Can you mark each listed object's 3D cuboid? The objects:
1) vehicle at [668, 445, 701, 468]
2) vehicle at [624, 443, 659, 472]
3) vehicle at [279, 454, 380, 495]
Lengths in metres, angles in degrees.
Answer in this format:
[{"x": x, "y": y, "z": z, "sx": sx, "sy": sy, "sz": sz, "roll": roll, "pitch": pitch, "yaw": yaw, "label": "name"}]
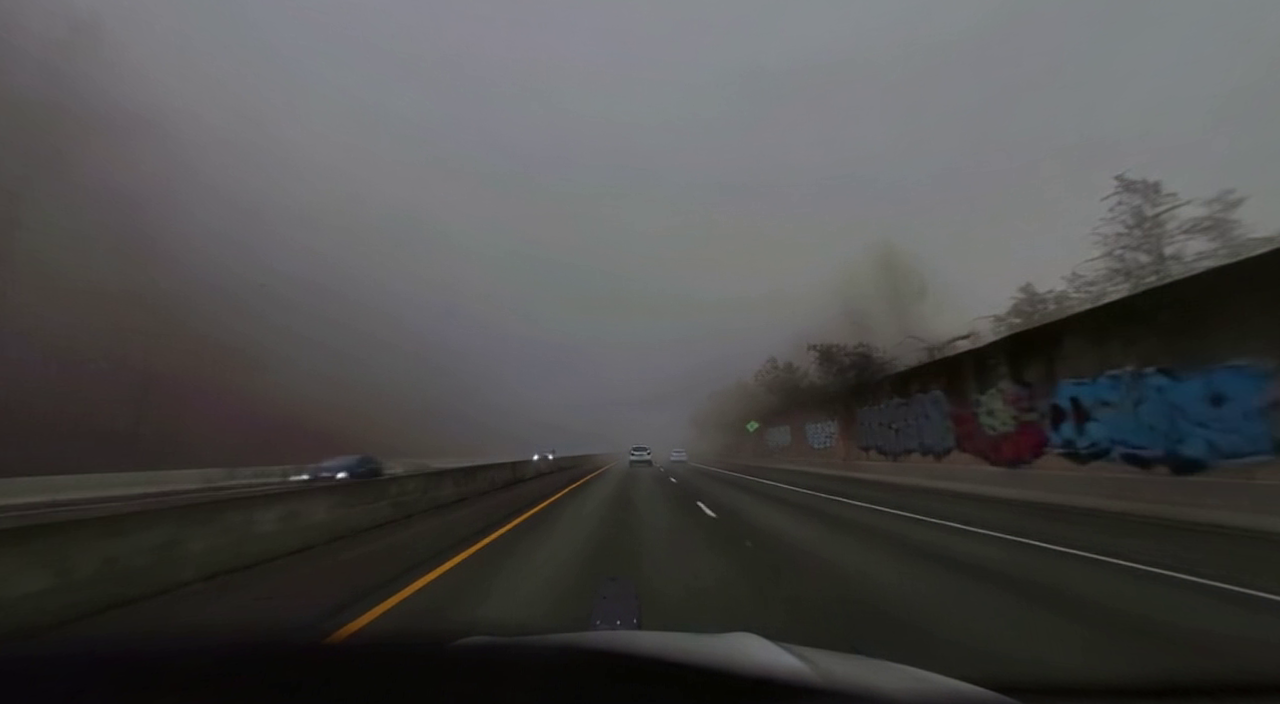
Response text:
[{"x": 3.450, "y": 8.151, "z": 49.024, "sx": 2.303, "sy": 1.614, "sz": 4.154, "roll": -1, "pitch": -9, "yaw": 0, "label": "vehicle"}, {"x": 0.076, "y": 6.606, "z": 39.290, "sx": 2.095, "sy": 1.671, "sz": 4.219, "roll": 0, "pitch": -9, "yaw": -1, "label": "vehicle"}, {"x": -13.141, "y": 5.168, "z": 26.892, "sx": 1.928, "sy": 1.508, "sz": 4.672, "roll": -1, "pitch": -9, "yaw": 0, "label": "vehicle"}]
